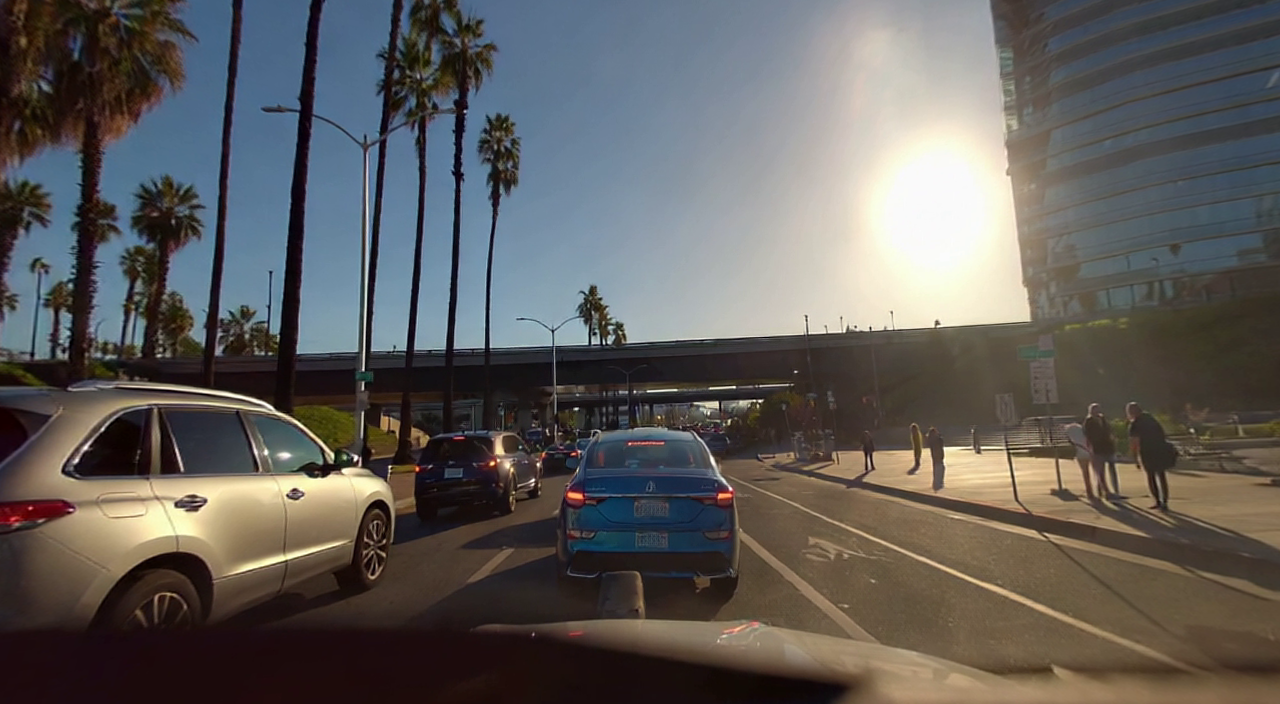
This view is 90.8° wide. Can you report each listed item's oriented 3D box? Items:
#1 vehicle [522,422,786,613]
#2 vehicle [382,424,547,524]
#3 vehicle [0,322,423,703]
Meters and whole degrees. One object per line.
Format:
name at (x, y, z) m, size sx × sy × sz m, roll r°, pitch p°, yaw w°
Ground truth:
vehicle at (0.094, 1.592, 7.027) m, size 2.036 × 1.461 × 4.129 m, roll 0°, pitch -8°, yaw 0°
vehicle at (-3.201, 2.314, 12.489) m, size 1.955 × 1.637 × 4.032 m, roll 0°, pitch -8°, yaw 2°
vehicle at (-3.264, 1.064, 4.193) m, size 2.014 × 1.740 × 4.359 m, roll 0°, pitch -8°, yaw 1°
